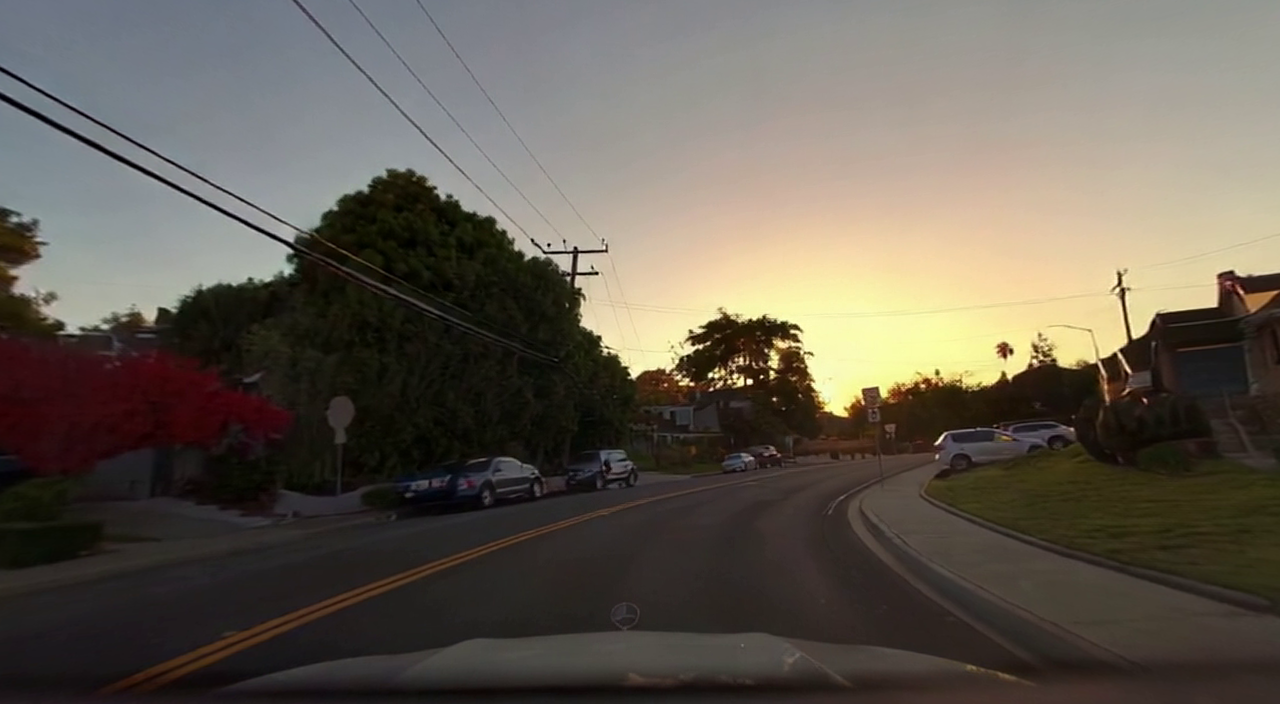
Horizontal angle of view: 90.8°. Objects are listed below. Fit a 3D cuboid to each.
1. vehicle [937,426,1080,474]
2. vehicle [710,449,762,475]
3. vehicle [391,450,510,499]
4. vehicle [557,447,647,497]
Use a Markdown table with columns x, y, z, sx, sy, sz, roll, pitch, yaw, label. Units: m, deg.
| x | y | z | sx | sy | sz | roll | pitch | yaw | label |
| --- | --- | --- | --- | --- | --- | --- | --- | --- | --- |
| 13.529 | 3.634 | 23.544 | 4.339 | 1.668 | 1.812 | -4 | -9 | 24 | vehicle |
| 6.124 | 7.028 | 40.135 | 1.971 | 1.539 | 4.110 | -6 | -13 | 27 | vehicle |
| -7.845 | 4.937 | 25.975 | 4.758 | 1.802 | 2.155 | -6 | -11 | 35 | vehicle |
| -1.468 | 5.006 | 26.065 | 2.056 | 1.726 | 4.463 | -8 | -14 | 19 | vehicle |
